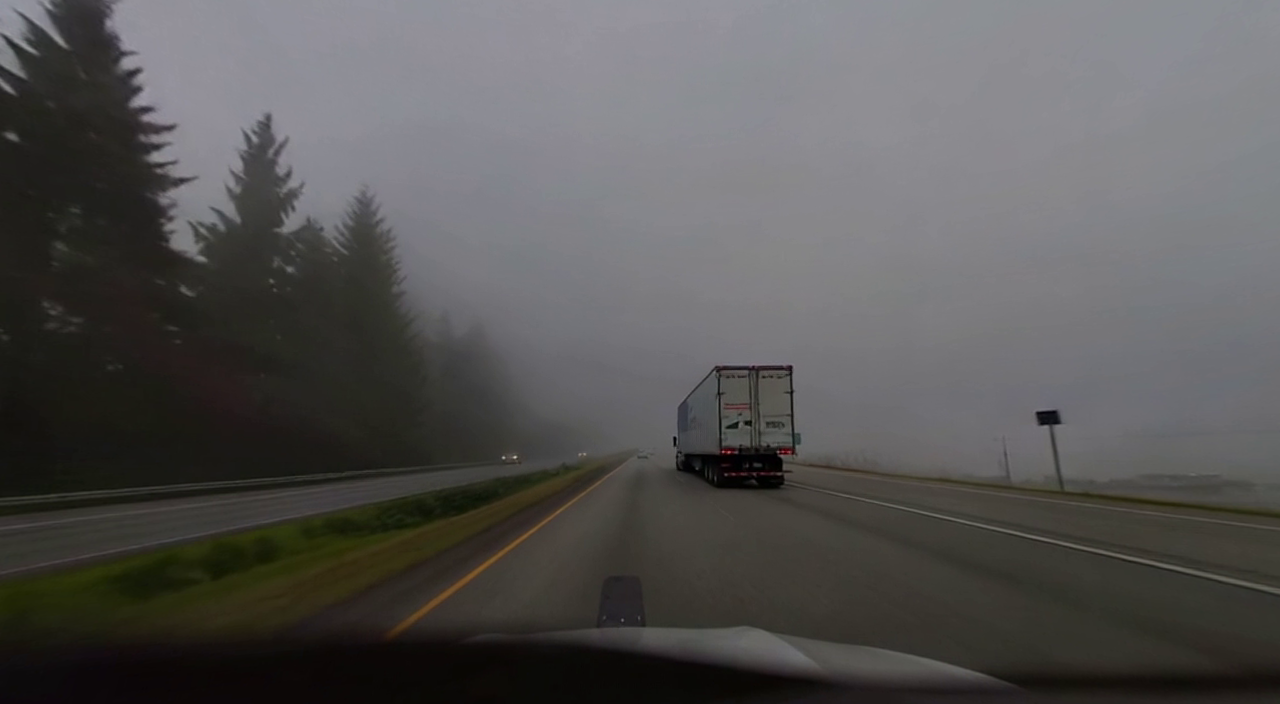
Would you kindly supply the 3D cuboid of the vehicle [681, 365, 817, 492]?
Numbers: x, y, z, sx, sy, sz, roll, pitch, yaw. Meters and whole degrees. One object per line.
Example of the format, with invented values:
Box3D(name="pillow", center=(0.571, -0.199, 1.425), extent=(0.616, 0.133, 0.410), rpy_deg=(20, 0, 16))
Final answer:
Box3D(name="vehicle", center=(3.740, 3.369, 26.144), extent=(2.955, 3.825, 14.115), rpy_deg=(0, -9, -1))
